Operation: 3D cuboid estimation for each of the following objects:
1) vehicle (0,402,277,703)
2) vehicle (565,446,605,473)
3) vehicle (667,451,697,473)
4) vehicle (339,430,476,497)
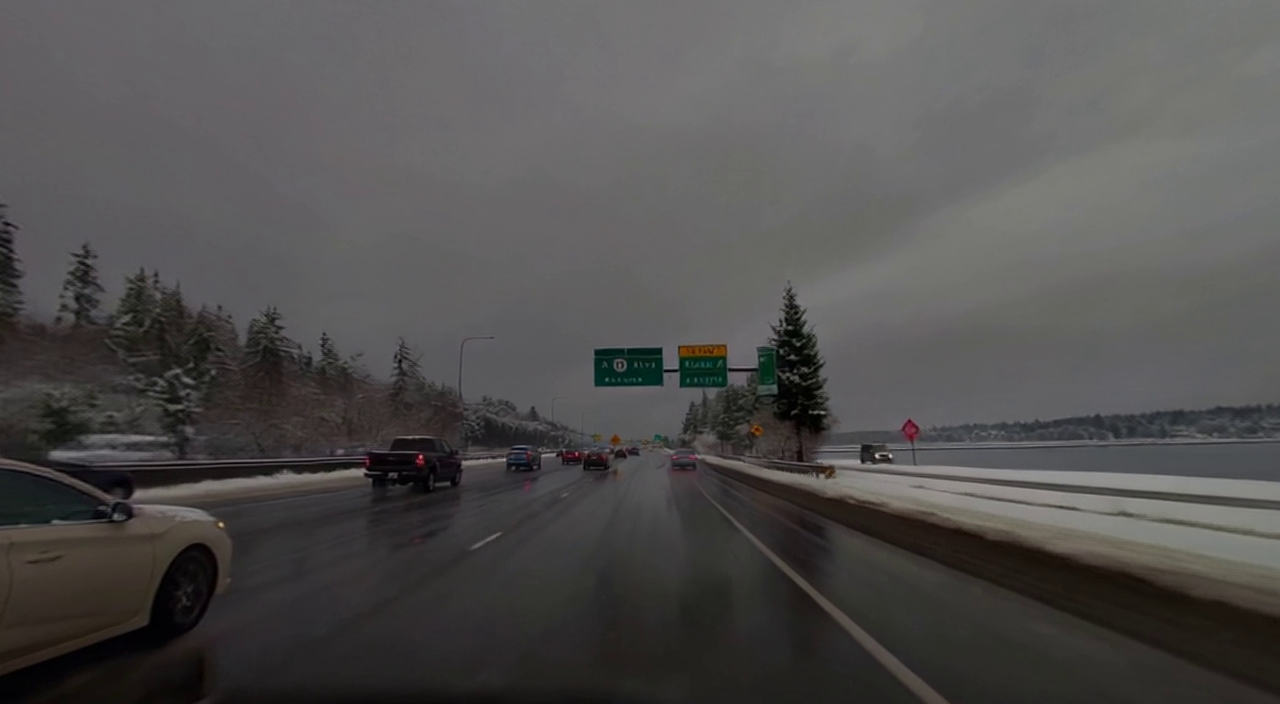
[{"bbox_3d":[-4.086,1.001,2.923,2.027,1.547,4.511,0,-9,1],"label":"vehicle"},{"bbox_3d":[-3.602,7.133,42.040,2.132,1.708,4.571,0,-9,1],"label":"vehicle"},{"bbox_3d":[3.114,8.225,47.350,2.153,1.510,4.646,0,-9,3],"label":"vehicle"},{"bbox_3d":[-7.433,3.630,20.974,2.250,1.870,5.647,0,-9,2],"label":"vehicle"}]
